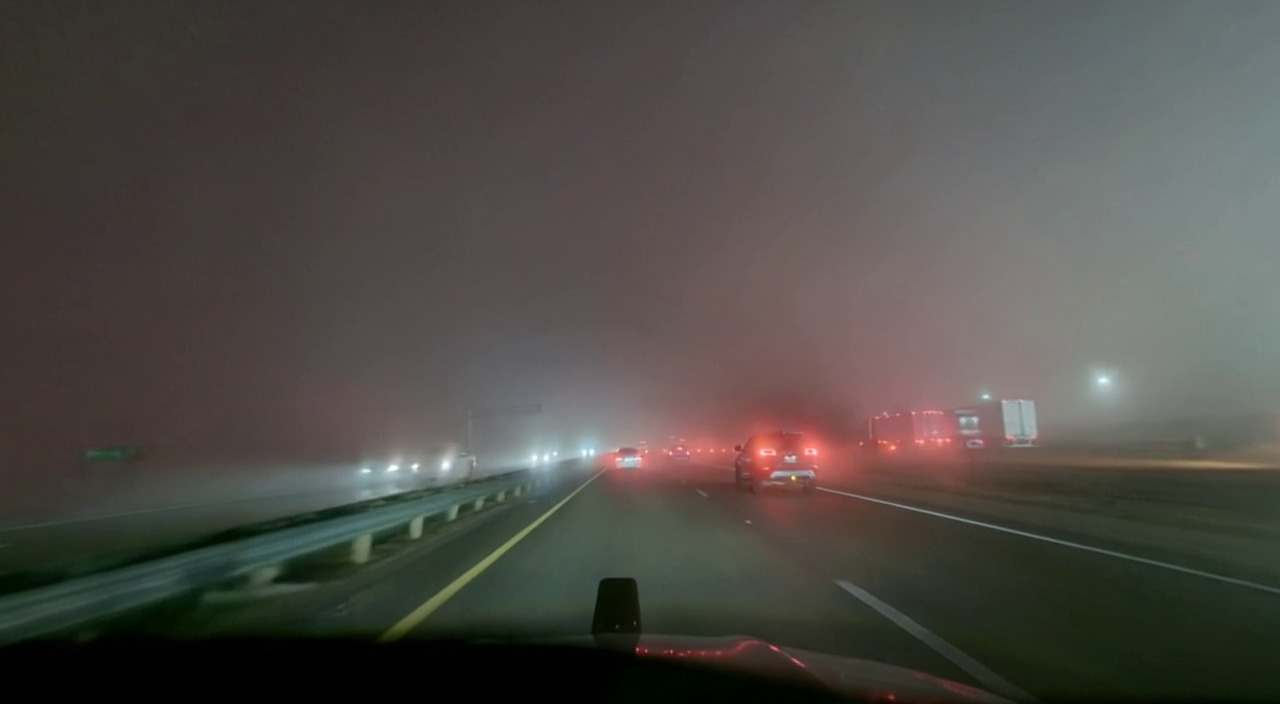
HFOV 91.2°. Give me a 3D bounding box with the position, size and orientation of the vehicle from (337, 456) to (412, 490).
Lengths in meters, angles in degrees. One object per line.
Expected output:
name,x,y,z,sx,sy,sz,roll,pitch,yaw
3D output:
vehicle,-13.265,6.068,31.643,1.955,1.511,4.111,0,-9,0

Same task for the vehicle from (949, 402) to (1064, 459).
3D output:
vehicle,27.014,6.035,47.004,2.971,3.746,10.126,-1,-9,3

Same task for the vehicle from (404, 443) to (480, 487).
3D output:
vehicle,-9.150,5.238,29.367,2.126,1.851,4.357,0,-9,0

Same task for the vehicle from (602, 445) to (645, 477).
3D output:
vehicle,-0.806,5.498,31.818,2.029,1.483,3.769,0,-9,-1

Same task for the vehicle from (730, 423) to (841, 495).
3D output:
vehicle,4.322,3.293,19.561,2.261,1.952,4.784,0,-9,-1
